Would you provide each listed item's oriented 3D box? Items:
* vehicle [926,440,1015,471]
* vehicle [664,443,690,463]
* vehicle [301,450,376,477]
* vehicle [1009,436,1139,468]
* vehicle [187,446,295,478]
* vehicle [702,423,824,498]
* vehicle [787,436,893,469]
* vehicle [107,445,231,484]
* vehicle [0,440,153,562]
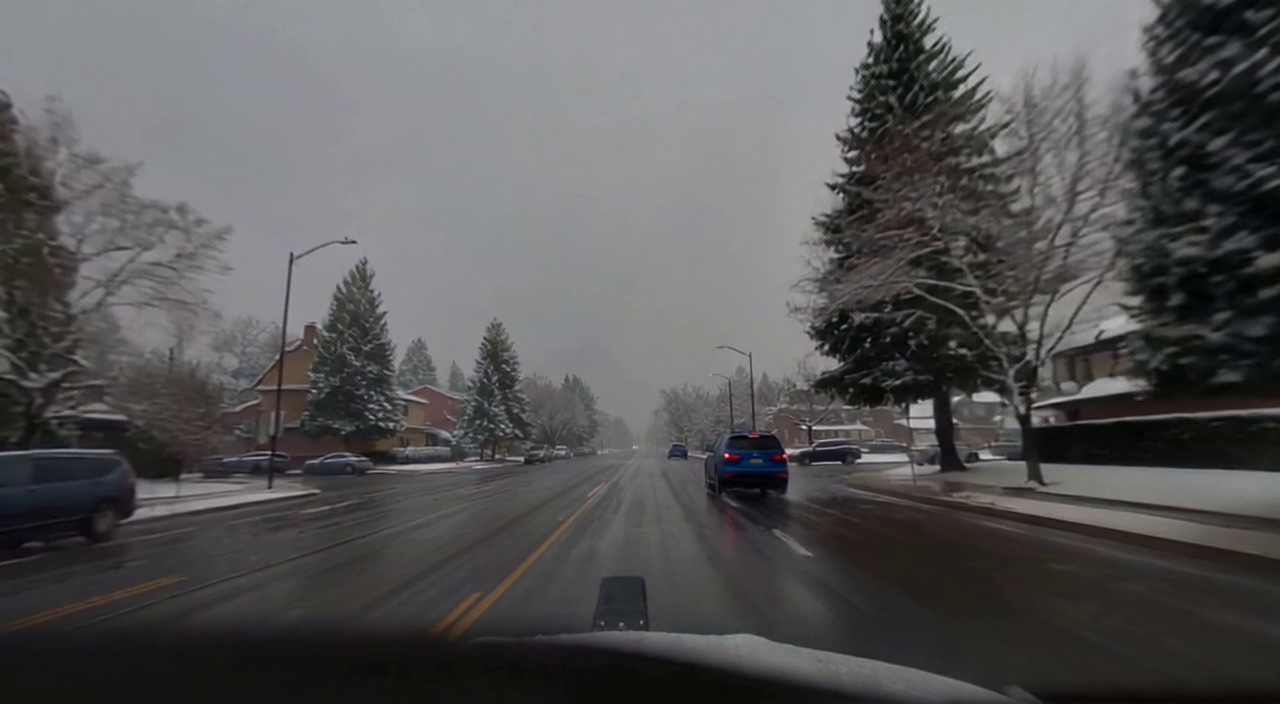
[{"bbox_3d":[16.636,5.217,31.860,3.467,1.520,1.801,0,-8,0],"label":"vehicle"},{"bbox_3d":[2.876,7.934,49.748,1.956,1.492,4.425,-1,-8,2],"label":"vehicle"},{"bbox_3d":[-19.960,7.385,41.787,3.986,1.665,1.888,0,-8,1],"label":"vehicle"},{"bbox_3d":[21.943,5.096,32.054,5.051,1.527,1.968,-1,-9,2],"label":"vehicle"},{"bbox_3d":[-26.274,7.247,41.653,5.604,2.035,2.291,0,-8,1],"label":"vehicle"},{"bbox_3d":[3.436,3.193,19.073,2.497,1.889,5.833,0,-8,0],"label":"vehicle"},{"bbox_3d":[11.875,5.977,37.620,5.539,1.729,2.145,-1,-8,-3],"label":"vehicle"},{"bbox_3d":[-23.902,5.684,32.099,4.644,1.781,2.084,0,-6,1],"label":"vehicle"},{"bbox_3d":[-10.538,2.328,9.875,2.037,1.790,4.676,-2,-8,1],"label":"vehicle"}]
